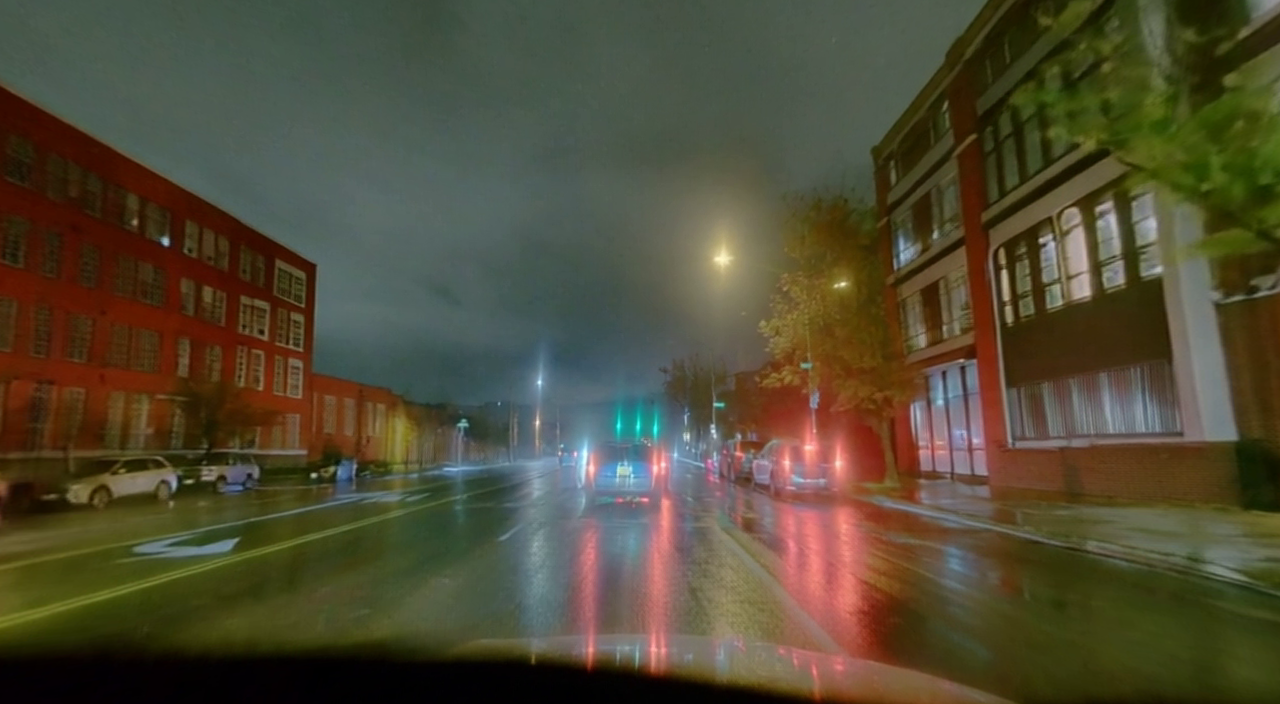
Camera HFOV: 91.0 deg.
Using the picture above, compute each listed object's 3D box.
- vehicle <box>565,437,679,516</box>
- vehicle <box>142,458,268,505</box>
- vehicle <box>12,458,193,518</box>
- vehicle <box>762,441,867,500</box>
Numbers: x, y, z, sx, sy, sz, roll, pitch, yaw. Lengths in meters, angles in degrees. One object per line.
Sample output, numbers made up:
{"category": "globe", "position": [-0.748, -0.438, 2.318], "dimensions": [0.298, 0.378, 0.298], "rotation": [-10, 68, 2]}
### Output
{"category": "vehicle", "position": [-0.355, 2.772, 14.474], "dimensions": [2.230, 1.518, 4.113], "rotation": [0, -9, 0]}
{"category": "vehicle", "position": [-17.876, 5.302, 26.211], "dimensions": [2.011, 1.727, 4.449], "rotation": [1, -9, 0]}
{"category": "vehicle", "position": [-17.622, 4.441, 21.040], "dimensions": [1.909, 1.658, 4.559], "rotation": [0, -9, 2]}
{"category": "vehicle", "position": [4.945, 3.401, 18.486], "dimensions": [1.832, 1.491, 4.054], "rotation": [1, -9, -1]}
